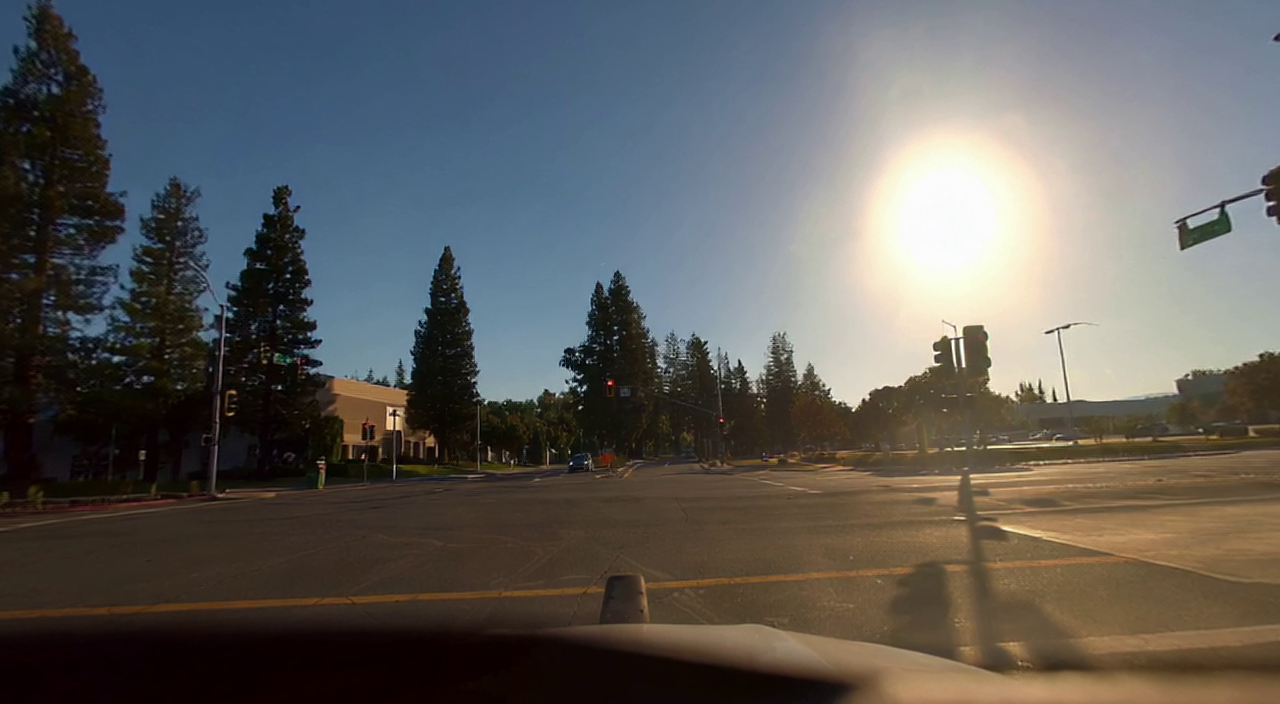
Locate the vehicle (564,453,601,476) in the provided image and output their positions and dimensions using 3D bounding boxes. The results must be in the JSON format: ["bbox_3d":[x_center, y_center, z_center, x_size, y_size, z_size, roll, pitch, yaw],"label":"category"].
[{"bbox_3d":[-4.480,8.850,49.866,2.030,1.704,4.205,-1,-8,7],"label":"vehicle"}]
